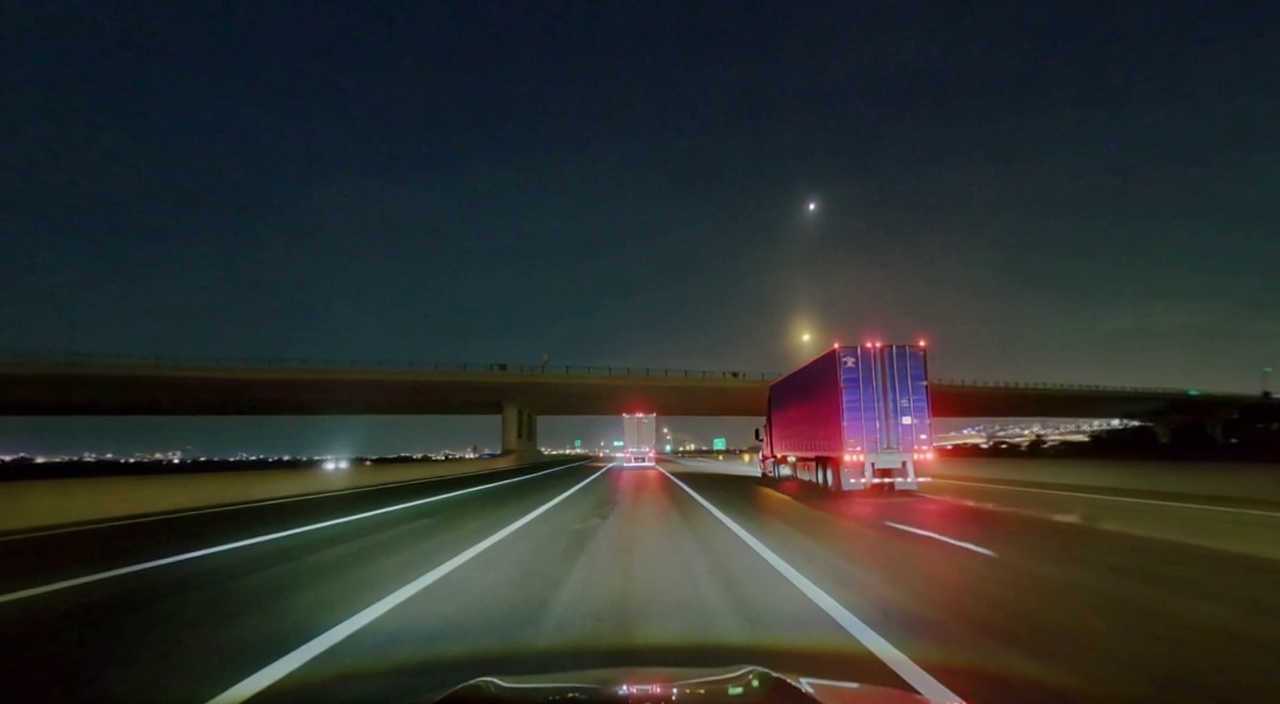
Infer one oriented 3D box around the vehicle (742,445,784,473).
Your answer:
[{"bbox_3d":[7.240,6.331,37.451,1.687,1.503,3.688,0,-9,0],"label":"vehicle"}]
